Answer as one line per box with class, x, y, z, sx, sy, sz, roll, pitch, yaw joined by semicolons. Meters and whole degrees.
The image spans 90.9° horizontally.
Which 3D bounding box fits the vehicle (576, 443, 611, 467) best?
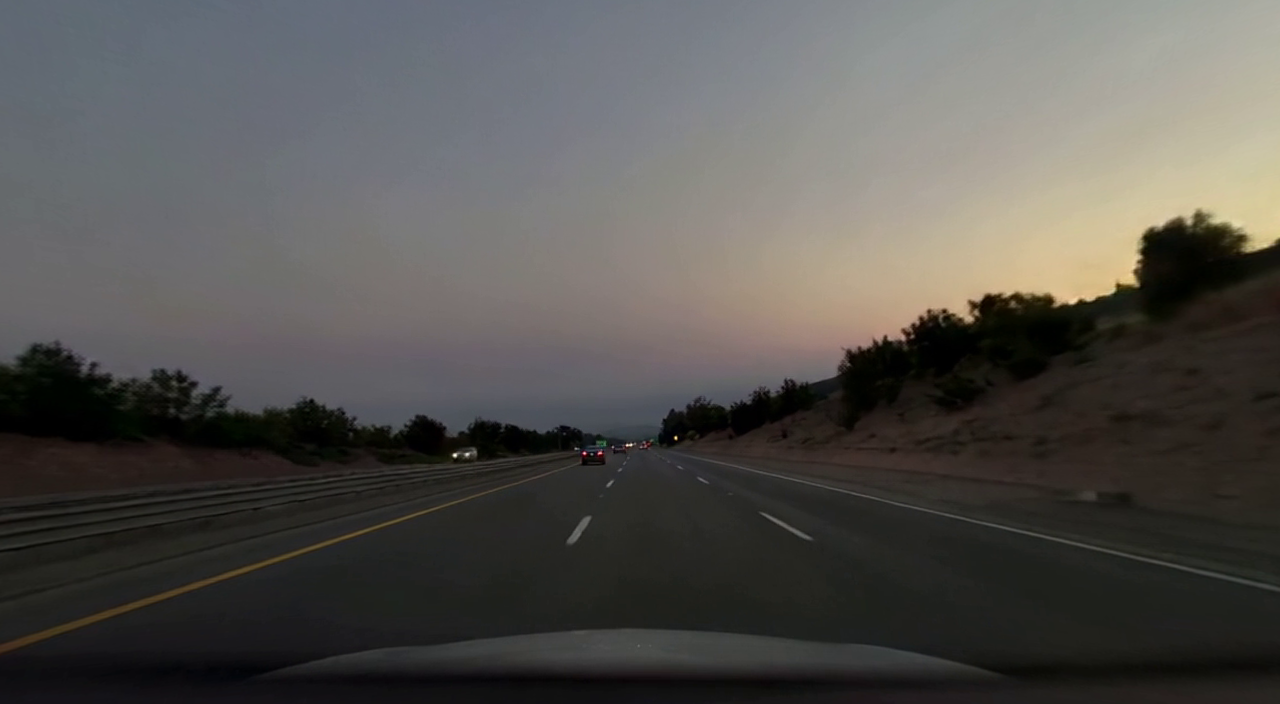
vehicle;-3.054;6.900;42.377;1.991;1.475;4.302;0;-8;0
